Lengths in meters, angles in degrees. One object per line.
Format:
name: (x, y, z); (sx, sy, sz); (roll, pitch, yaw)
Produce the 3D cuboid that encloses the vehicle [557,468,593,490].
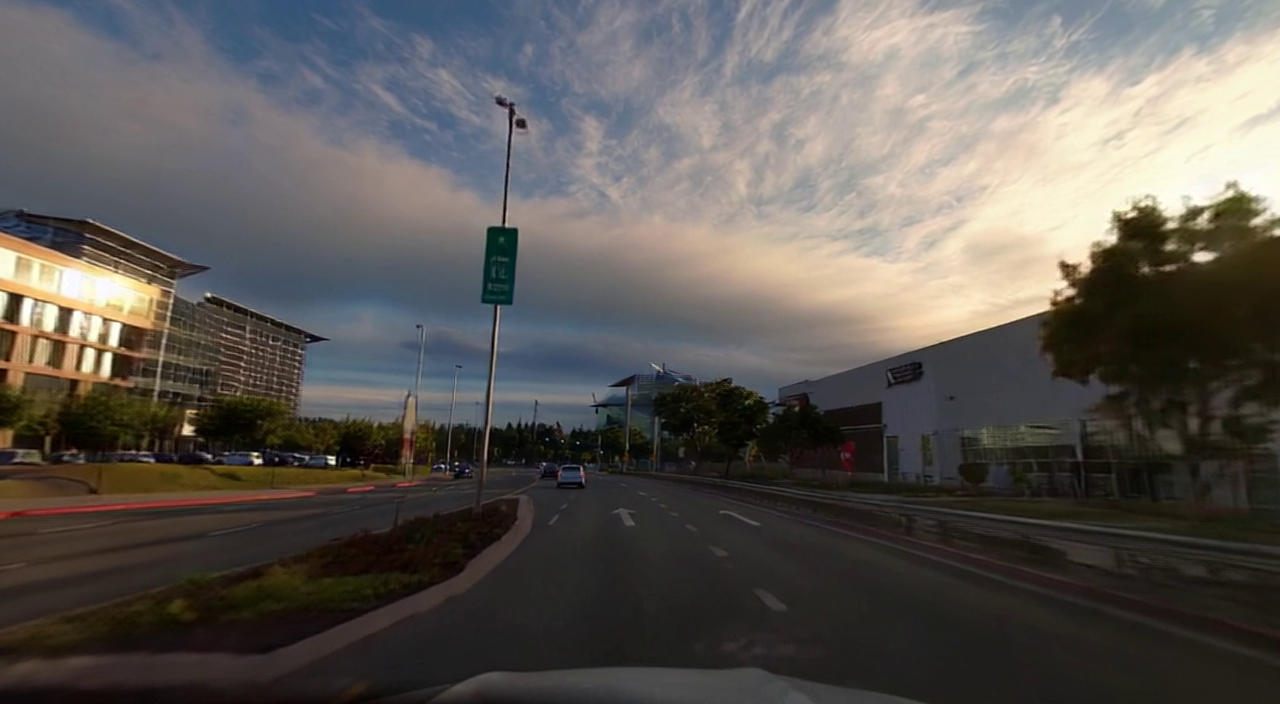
vehicle: (-3.841, 7.417, 36.708); (1.775, 1.186, 2.933); (3, -11, -12)
